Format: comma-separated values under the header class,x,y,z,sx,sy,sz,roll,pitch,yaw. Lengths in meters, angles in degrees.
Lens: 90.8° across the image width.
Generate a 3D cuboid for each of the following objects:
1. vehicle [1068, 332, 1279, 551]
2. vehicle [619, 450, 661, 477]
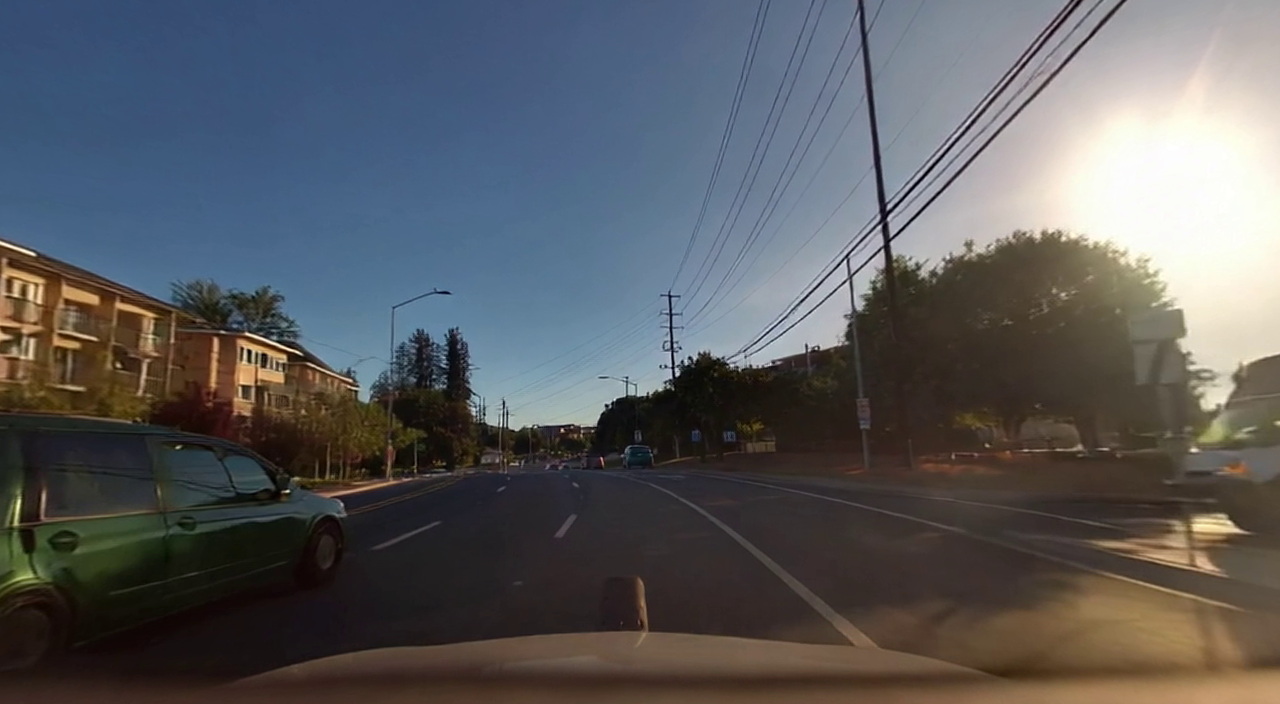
class,x,y,z,sx,sy,sz,roll,pitch,yaw
vehicle,11.088,1.271,9.092,7.877,3.012,2.916,-6,-11,32
vehicle,-0.057,6.616,37.631,2.015,1.467,4.117,1,-9,-7
